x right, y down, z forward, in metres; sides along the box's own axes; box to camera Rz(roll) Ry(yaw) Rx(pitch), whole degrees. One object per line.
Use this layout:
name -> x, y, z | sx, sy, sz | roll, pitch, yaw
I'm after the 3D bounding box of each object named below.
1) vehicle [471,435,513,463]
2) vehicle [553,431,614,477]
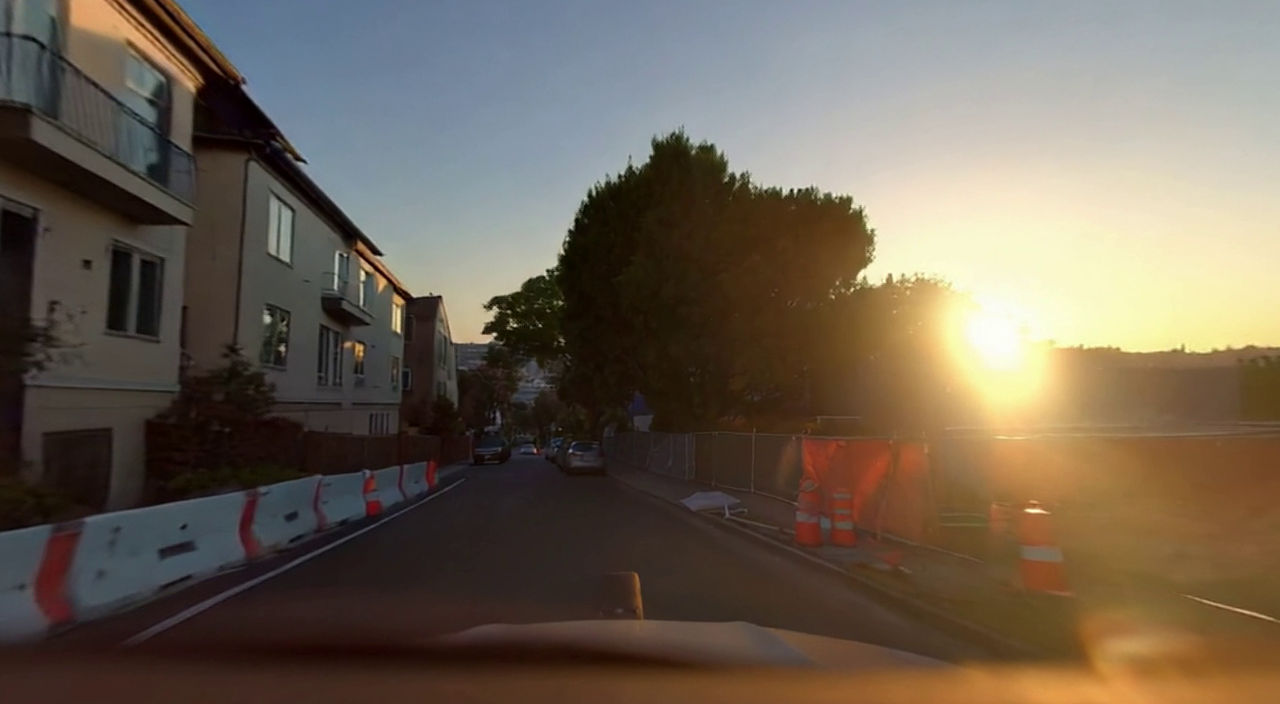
vehicle -> -8.603, 5.613, 36.831 | 1.834, 1.543, 3.497 | 0, -8, -4
vehicle -> -2.441, 4.195, 26.309 | 2.066, 1.739, 4.234 | 1, -8, -11
